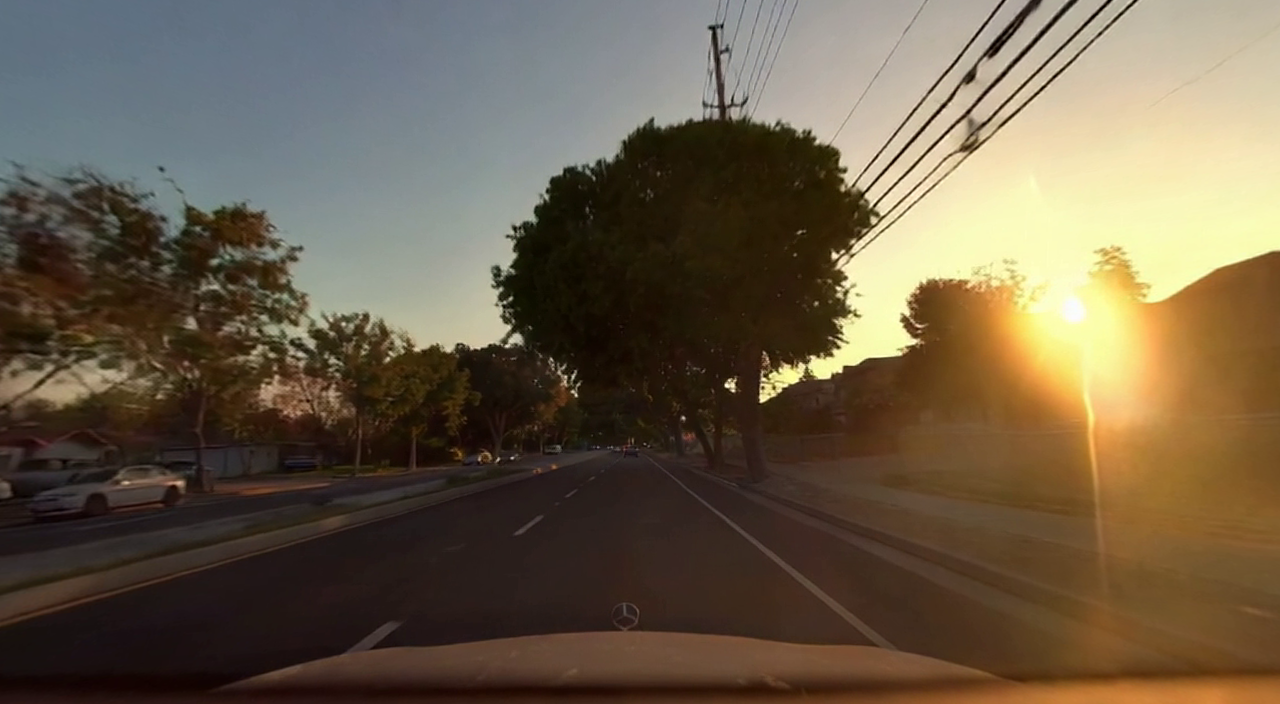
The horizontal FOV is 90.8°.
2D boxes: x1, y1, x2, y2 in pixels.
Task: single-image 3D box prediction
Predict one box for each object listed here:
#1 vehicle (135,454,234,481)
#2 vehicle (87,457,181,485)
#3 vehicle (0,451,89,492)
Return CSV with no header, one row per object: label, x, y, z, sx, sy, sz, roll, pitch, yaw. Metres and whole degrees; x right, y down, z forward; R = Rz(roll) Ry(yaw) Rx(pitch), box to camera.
vehicle,-28.452,7.198,39.535,4.599,1.533,2.029,0,-9,2
vehicle,-29.297,6.873,36.652,3.723,1.479,1.950,-1,-8,1
vehicle,-28.436,5.431,28.888,4.470,1.777,2.000,0,-9,0
